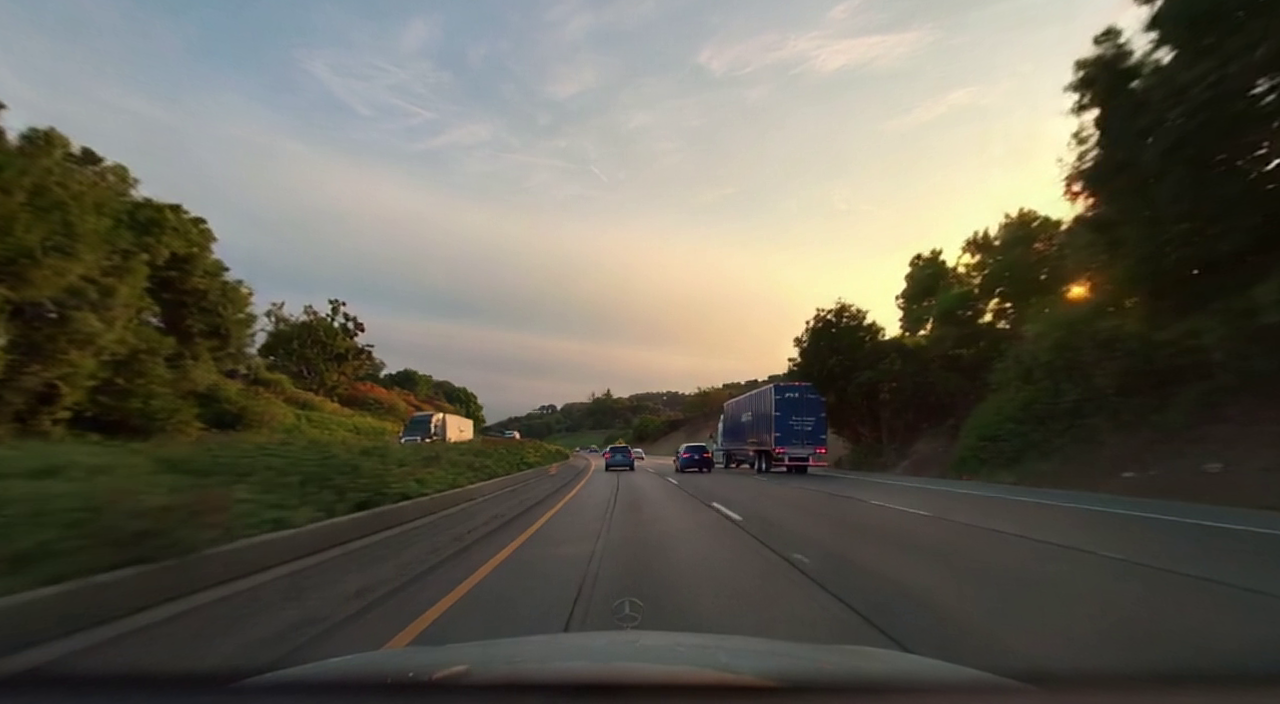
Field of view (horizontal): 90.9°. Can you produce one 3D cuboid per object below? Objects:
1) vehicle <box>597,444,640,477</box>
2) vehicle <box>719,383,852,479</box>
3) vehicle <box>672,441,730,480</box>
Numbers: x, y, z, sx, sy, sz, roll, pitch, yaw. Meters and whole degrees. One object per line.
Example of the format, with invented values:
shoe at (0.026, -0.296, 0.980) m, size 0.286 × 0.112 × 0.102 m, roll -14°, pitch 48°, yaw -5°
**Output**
vehicle at (-1.092, 5.454, 31.764) m, size 2.050 × 1.534 × 3.771 m, roll 1°, pitch -9°, yaw -2°
vehicle at (6.986, 4.414, 33.631) m, size 2.965 × 3.990 × 14.227 m, roll 1°, pitch -9°, yaw -3°
vehicle at (2.645, 4.816, 28.127) m, size 2.013 × 1.623 × 3.916 m, roll 1°, pitch -9°, yaw -3°
